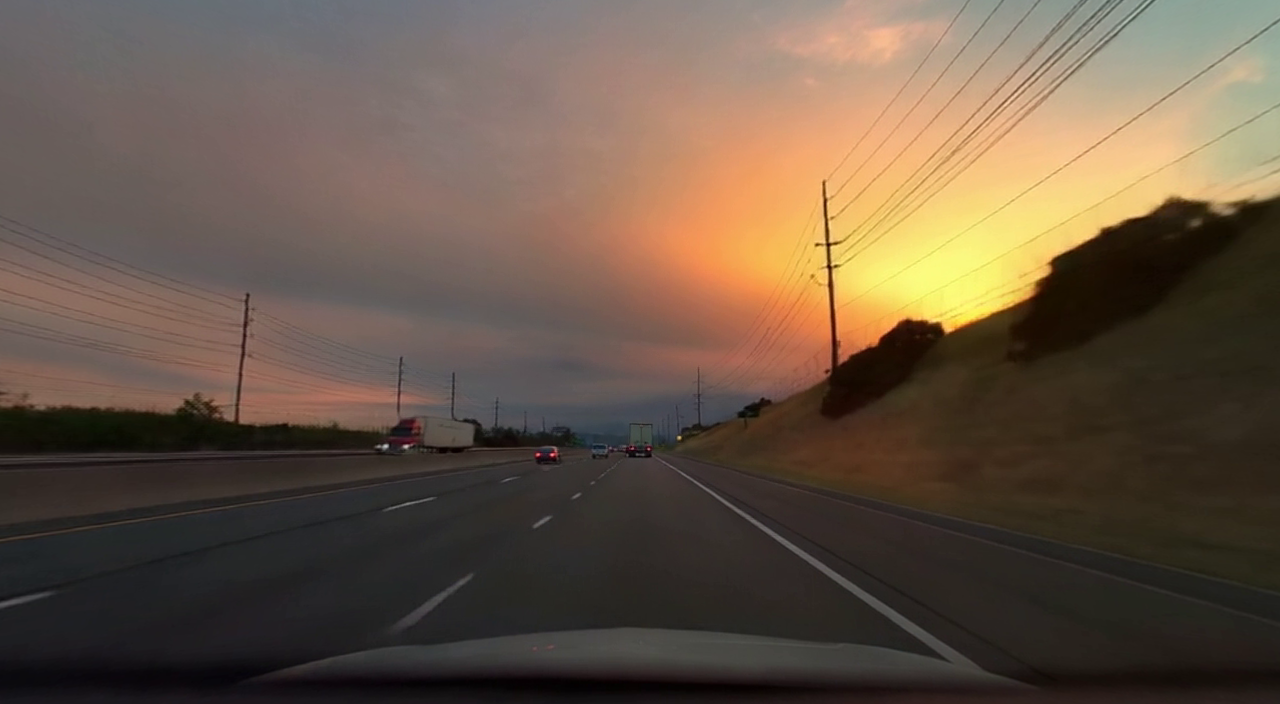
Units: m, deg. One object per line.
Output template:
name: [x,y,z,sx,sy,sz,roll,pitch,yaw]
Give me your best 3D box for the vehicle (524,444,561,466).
vehicle: [-7.246,7.768,47.440,2.066,1.558,4.607,0,-9,0]
